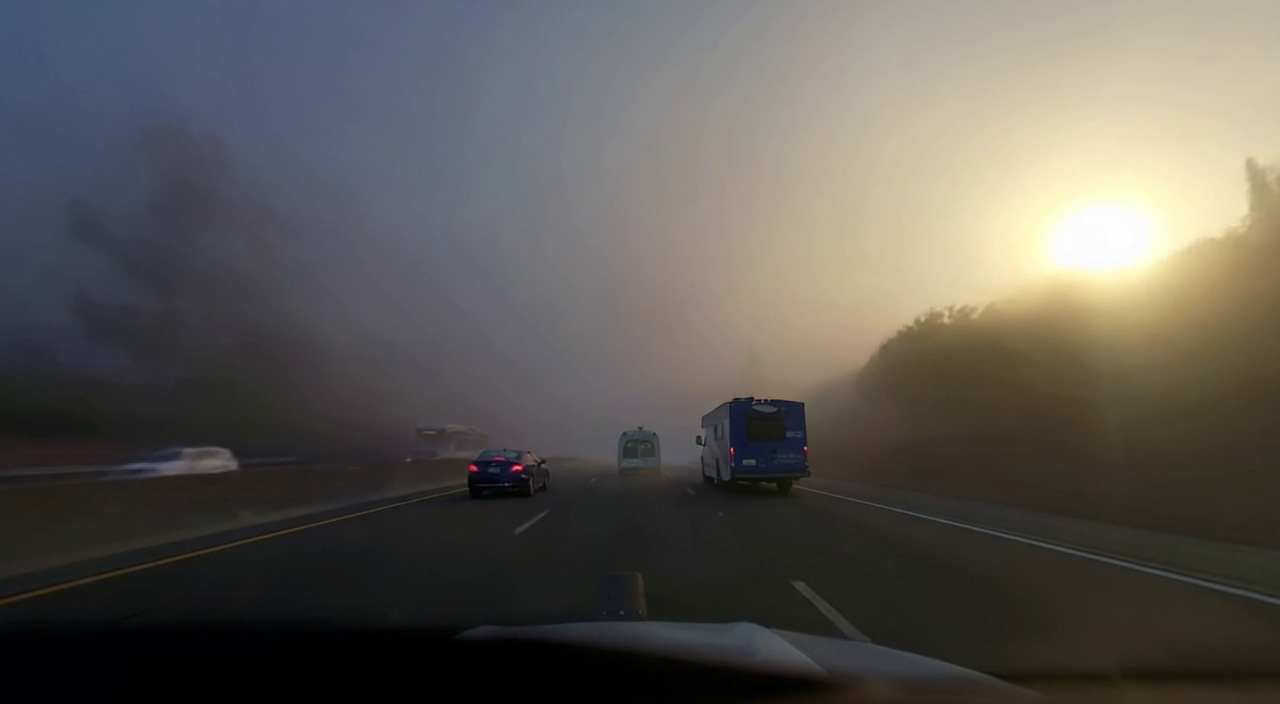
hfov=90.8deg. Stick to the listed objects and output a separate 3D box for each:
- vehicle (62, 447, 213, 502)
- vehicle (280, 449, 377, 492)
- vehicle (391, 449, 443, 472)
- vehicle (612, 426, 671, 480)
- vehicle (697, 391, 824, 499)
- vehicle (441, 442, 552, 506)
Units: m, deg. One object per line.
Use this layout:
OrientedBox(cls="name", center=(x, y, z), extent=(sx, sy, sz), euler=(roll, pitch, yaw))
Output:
OrientedBox(cls="vehicle", center=(-15.700, 3.807, 19.992), extent=(1.875, 1.545, 3.440), euler=(0, -9, 1))
OrientedBox(cls="vehicle", center=(-11.534, 4.375, 23.653), extent=(1.724, 1.444, 3.710), euler=(0, -9, 1))
OrientedBox(cls="vehicle", center=(-15.764, 7.702, 44.859), extent=(2.046, 1.505, 4.296), euler=(0, -9, 0))
OrientedBox(cls="vehicle", center=(0.043, 4.750, 29.772), extent=(2.524, 2.310, 4.986), euler=(0, -9, 0))
OrientedBox(cls="vehicle", center=(3.593, 3.064, 20.791), extent=(2.607, 2.910, 7.252), euler=(0, -9, -1))
OrientedBox(cls="vehicle", center=(-3.782, 3.290, 17.500), extent=(1.959, 1.502, 4.559), euler=(0, -9, 1))
